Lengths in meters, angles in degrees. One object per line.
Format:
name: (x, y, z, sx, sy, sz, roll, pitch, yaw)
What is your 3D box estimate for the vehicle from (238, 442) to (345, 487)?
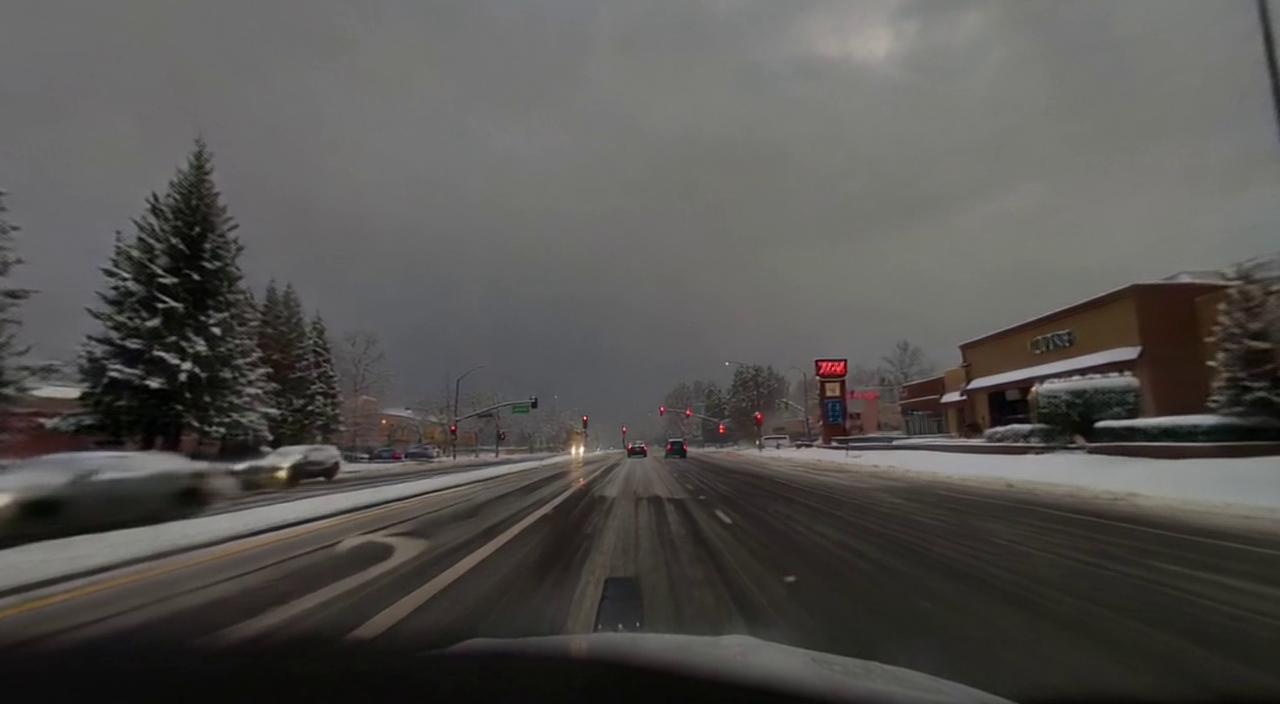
vehicle: (-14.766, 4.763, 27.118, 1.967, 1.756, 4.471, 0, -8, 0)

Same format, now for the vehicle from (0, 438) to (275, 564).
vehicle: (-8.256, 2.177, 10.170, 1.958, 1.534, 4.598, 0, -8, 0)
